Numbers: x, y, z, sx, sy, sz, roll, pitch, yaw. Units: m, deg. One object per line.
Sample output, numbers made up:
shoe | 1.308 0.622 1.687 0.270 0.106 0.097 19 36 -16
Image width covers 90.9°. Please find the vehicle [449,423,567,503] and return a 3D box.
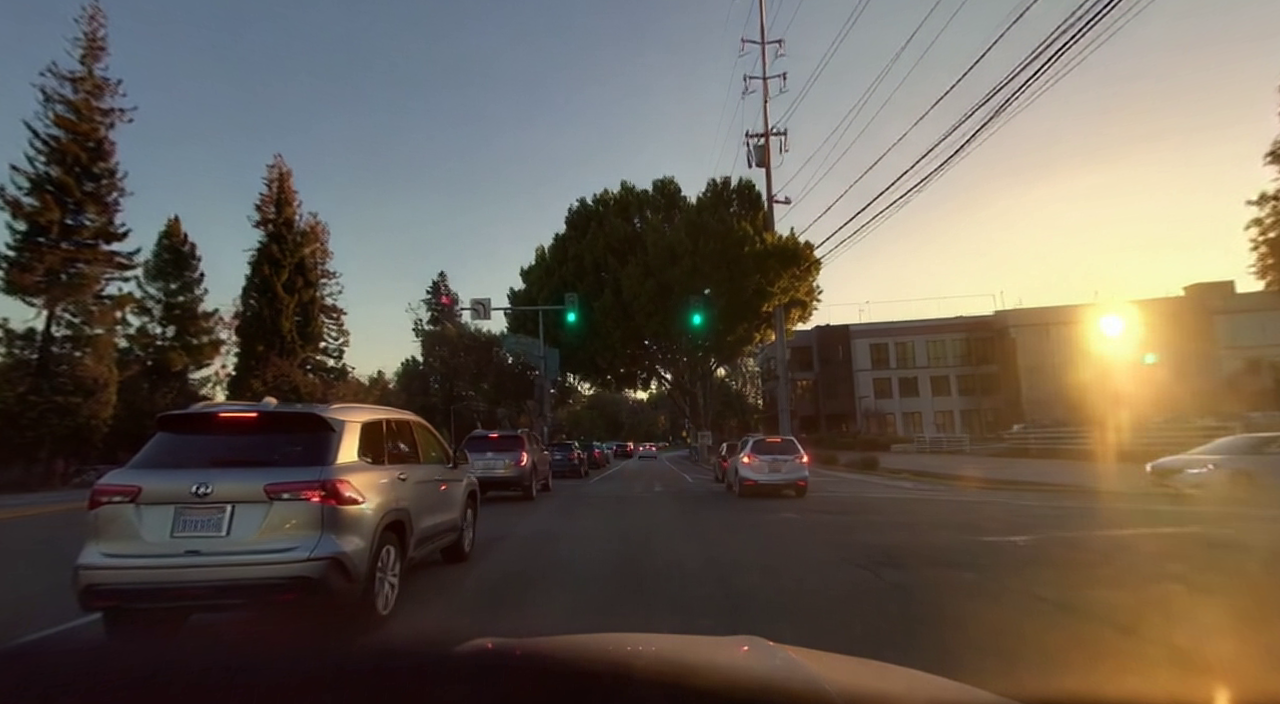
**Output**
vehicle | -3.145 2.748 15.972 1.958 1.744 4.315 0 -8 1

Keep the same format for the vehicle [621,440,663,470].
vehicle | 0.115 5.613 34.516 2.185 1.515 4.215 0 -8 0

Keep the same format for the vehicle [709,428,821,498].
vehicle | 3.383 3.116 18.069 2.201 1.734 4.564 0 -8 -1

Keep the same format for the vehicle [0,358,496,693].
vehicle | -2.903 1.225 5.548 2.127 1.754 4.287 0 -8 2

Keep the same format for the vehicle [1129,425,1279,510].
vehicle | 12.807 2.298 12.690 4.119 1.574 2.028 -3 -9 19
